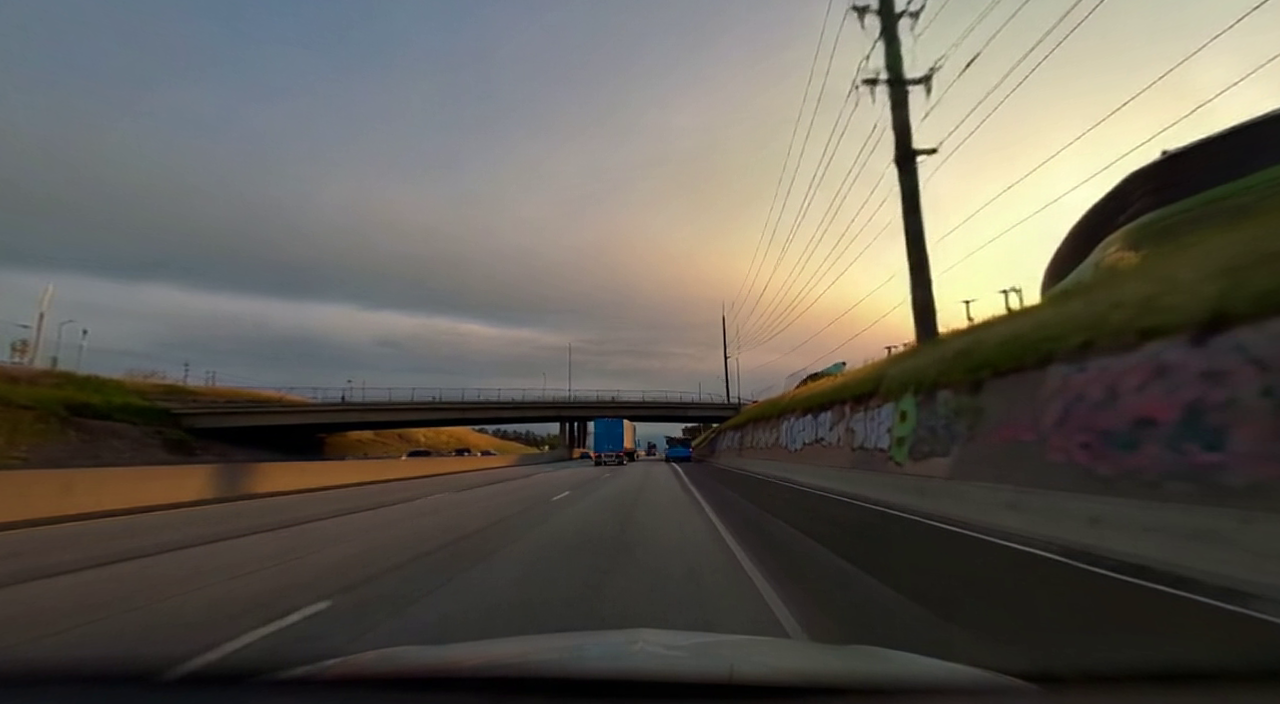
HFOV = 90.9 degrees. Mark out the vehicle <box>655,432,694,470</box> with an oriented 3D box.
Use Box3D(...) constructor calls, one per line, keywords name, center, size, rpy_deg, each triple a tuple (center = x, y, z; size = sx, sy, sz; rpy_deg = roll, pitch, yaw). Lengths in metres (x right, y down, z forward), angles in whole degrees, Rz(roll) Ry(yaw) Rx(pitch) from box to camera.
Box3D(name="vehicle", center=(2.519, 7.485, 47.638), size=(2.462, 2.627, 5.799), rpy_deg=(0, -9, -1))
